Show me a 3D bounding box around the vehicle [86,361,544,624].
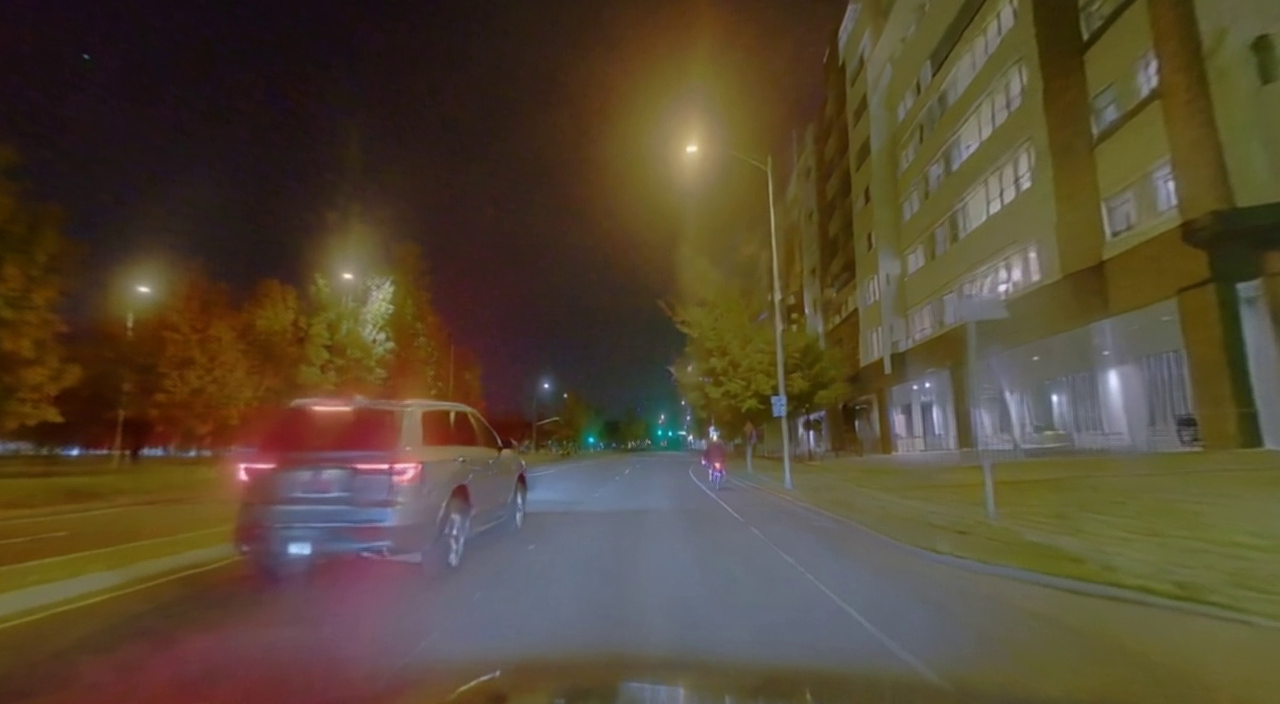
[{"bbox_3d":[-2.718,1.377,7.123,2.294,1.859,5.127,-1,-9,2],"label":"vehicle"}]
